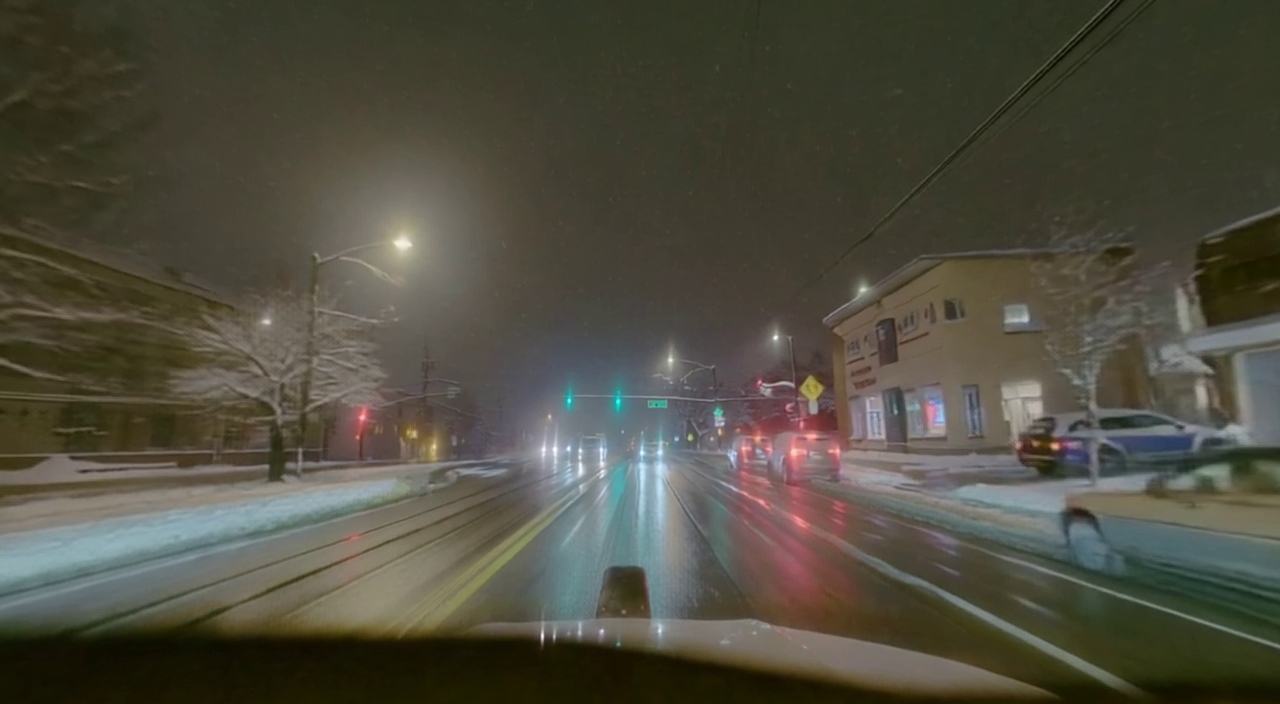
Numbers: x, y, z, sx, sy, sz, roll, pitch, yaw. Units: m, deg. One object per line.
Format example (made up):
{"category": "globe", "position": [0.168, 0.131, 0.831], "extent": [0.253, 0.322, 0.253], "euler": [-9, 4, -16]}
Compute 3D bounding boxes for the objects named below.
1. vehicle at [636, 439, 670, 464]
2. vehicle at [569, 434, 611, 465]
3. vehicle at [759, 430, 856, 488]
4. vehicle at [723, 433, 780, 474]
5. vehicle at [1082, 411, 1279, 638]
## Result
{"category": "vehicle", "position": [0.763, 6.407, 40.676], "extent": [2.075, 1.480, 3.920], "euler": [0, -8, -1]}
{"category": "vehicle", "position": [-3.019, 6.007, 38.882], "extent": [2.150, 1.779, 4.423], "euler": [0, -8, 1]}
{"category": "vehicle", "position": [5.673, 3.641, 22.036], "extent": [2.069, 1.776, 4.797], "euler": [0, -7, 0]}
{"category": "vehicle", "position": [5.867, 5.361, 33.894], "extent": [2.112, 1.966, 4.642], "euler": [0, -7, -1]}
{"category": "vehicle", "position": [5.753, 1.295, 4.781], "extent": [1.955, 1.679, 3.890], "euler": [0, -7, 0]}
